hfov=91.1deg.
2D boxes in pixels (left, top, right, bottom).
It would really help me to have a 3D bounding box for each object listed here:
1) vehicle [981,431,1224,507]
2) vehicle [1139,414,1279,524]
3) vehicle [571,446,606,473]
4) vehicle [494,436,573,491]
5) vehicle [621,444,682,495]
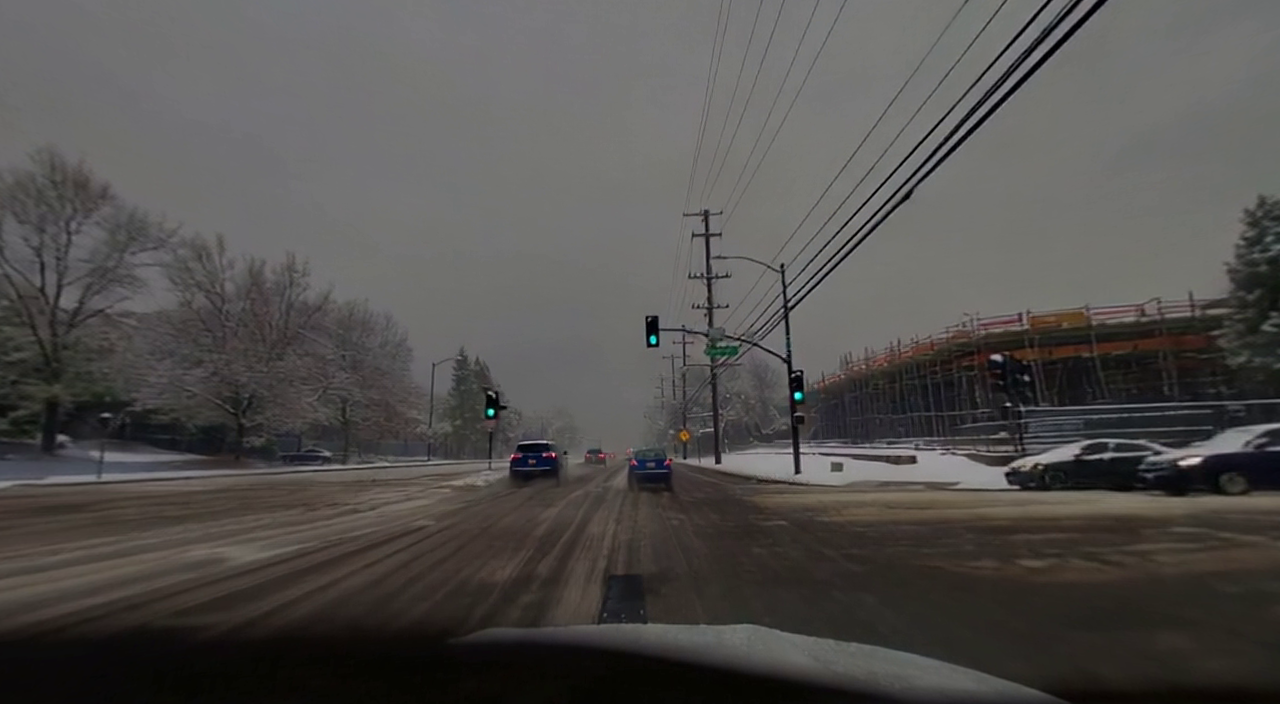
[{"bbox_3d":[12.113,3.091,16.820,4.551,1.759,2.320,-2,-8,5],"label":"vehicle"},{"bbox_3d":[13.656,2.382,13.122,4.623,2.090,2.017,0,-8,-1],"label":"vehicle"},{"bbox_3d":[-3.467,7.350,43.342,1.910,1.713,4.786,0,-8,1],"label":"vehicle"},{"bbox_3d":[-3.767,4.008,23.038,2.078,1.804,4.387,0,-8,1],"label":"vehicle"},{"bbox_3d":[0.379,4.279,23.389,2.059,1.691,3.980,0,-8,0],"label":"vehicle"}]
